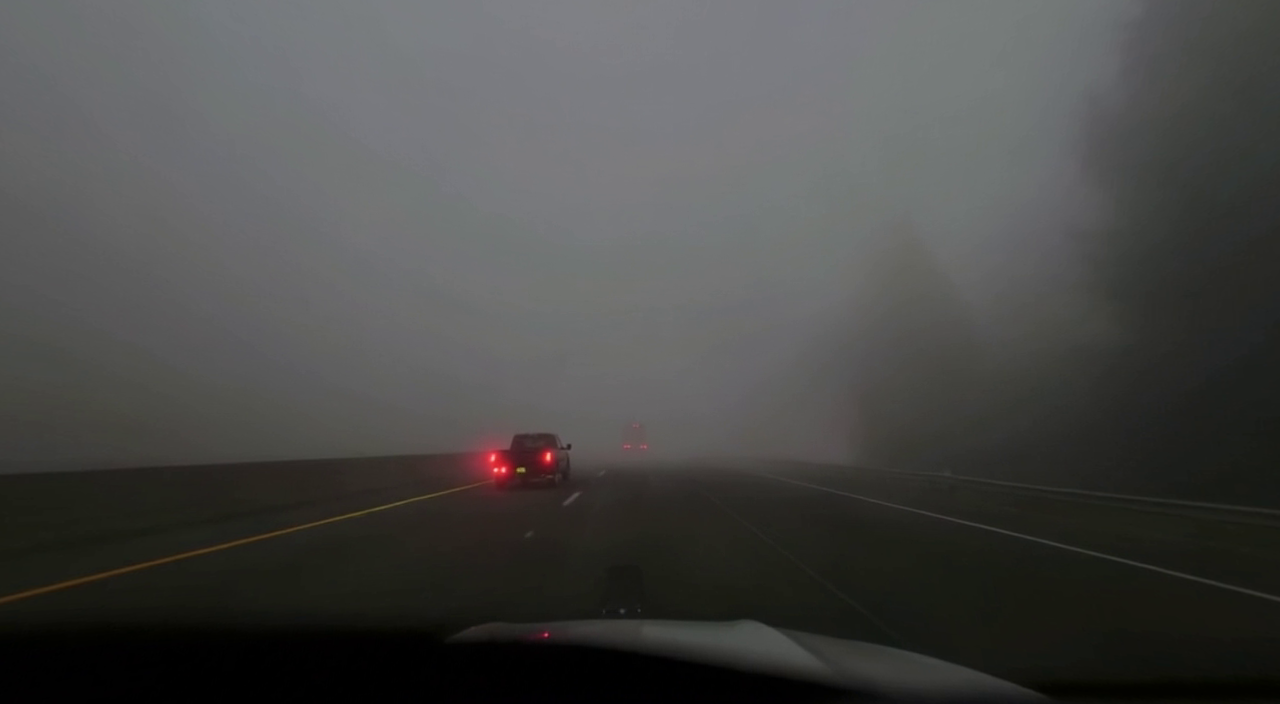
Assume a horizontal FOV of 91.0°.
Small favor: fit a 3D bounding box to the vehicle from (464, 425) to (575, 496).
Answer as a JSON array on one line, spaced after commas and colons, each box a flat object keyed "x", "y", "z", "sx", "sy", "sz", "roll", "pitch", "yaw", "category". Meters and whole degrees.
[{"x": -3.573, "y": 3.363, "z": 19.974, "sx": 2.379, "sy": 1.918, "sz": 5.504, "roll": 0, "pitch": -8, "yaw": 1, "category": "vehicle"}]
